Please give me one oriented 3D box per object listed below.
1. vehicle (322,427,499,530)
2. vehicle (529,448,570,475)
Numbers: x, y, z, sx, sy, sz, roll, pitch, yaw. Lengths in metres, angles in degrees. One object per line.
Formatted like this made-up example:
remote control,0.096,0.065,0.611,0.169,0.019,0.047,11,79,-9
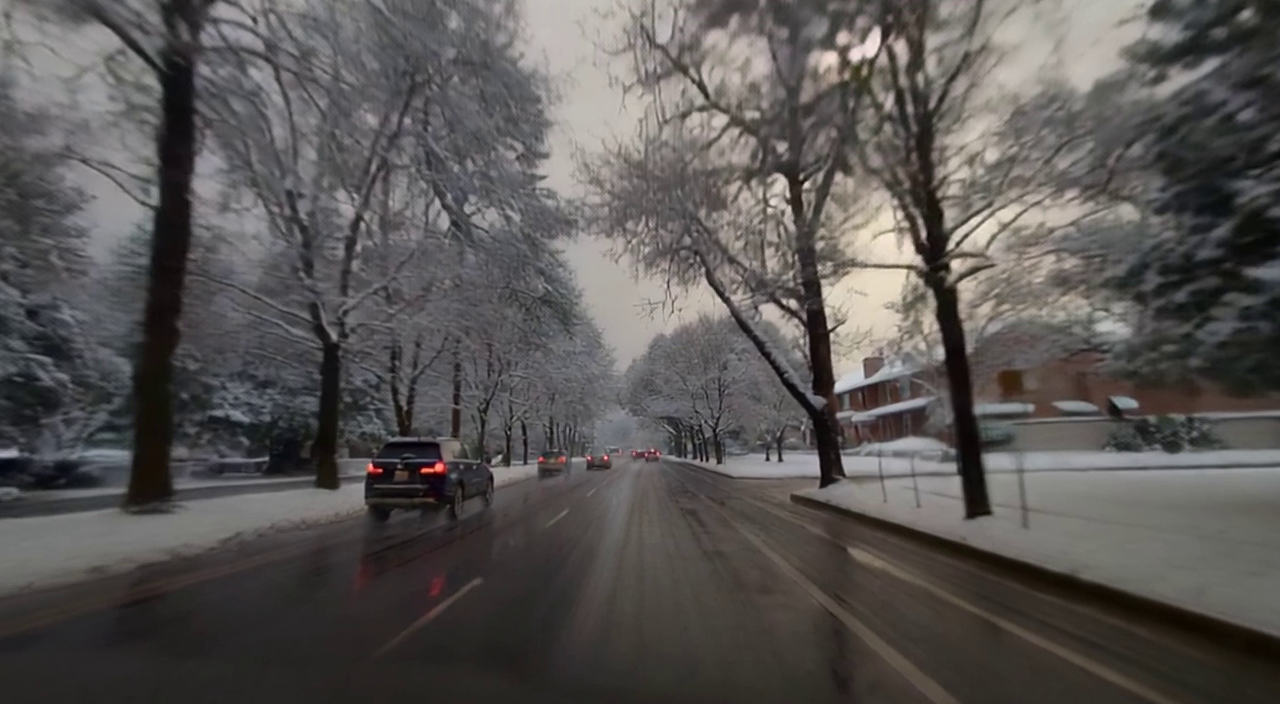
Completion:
vehicle,-4.457,2.531,13.117,2.123,1.761,4.322,0,-9,-1
vehicle,-6.026,7.384,42.533,1.985,1.708,4.310,0,-9,2
